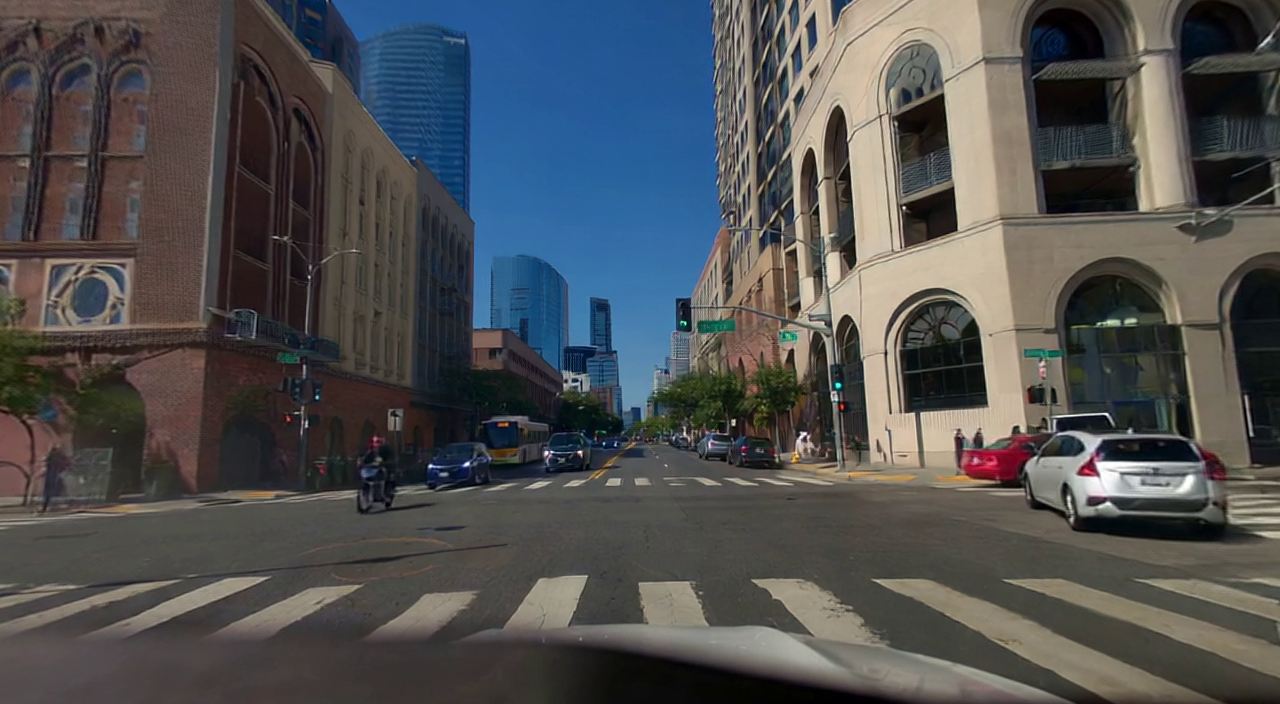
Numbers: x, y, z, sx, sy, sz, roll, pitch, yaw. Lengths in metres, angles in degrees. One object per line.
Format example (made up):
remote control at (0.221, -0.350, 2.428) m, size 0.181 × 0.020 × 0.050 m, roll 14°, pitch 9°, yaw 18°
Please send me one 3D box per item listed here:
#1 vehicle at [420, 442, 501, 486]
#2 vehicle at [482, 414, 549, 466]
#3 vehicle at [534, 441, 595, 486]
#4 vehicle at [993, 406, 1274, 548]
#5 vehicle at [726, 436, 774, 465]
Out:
vehicle at (-6.695, 4.193, 23.917) m, size 1.861 × 1.508 × 4.052 m, roll 0°, pitch -8°, yaw 0°
vehicle at (-8.921, 6.506, 46.426) m, size 2.981 × 3.391 × 9.957 m, roll 0°, pitch -8°, yaw -1°
vehicle at (-2.705, 3.906, 22.431) m, size 1.904 × 1.402 × 4.759 m, roll 1°, pitch -8°, yaw -7°
vehicle at (6.761, 1.718, 9.394) m, size 1.912 × 1.505 × 4.889 m, roll -3°, pitch -9°, yaw 22°
vehicle at (6.261, 5.651, 36.293) m, size 1.926 × 1.574 × 3.961 m, roll 0°, pitch -8°, yaw -2°
